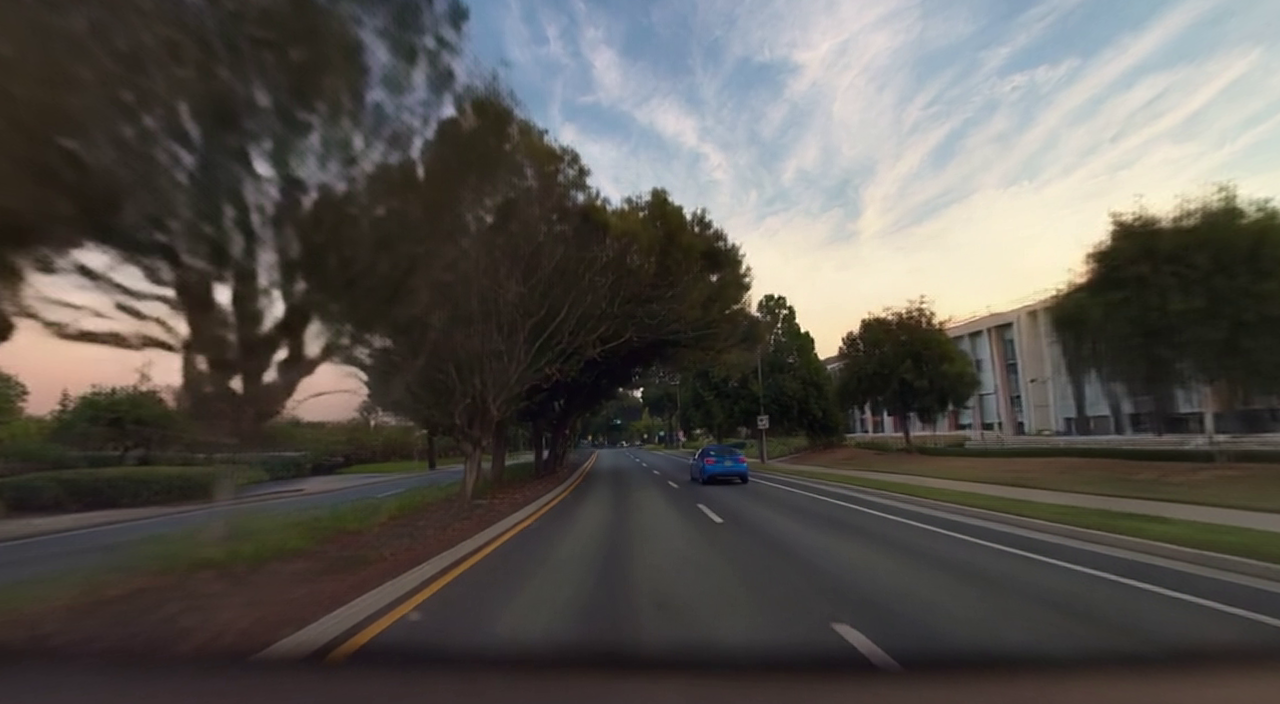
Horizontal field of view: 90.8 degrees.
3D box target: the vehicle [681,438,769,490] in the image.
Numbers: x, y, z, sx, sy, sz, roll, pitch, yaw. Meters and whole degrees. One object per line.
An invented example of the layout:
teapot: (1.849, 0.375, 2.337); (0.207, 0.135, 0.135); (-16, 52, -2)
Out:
vehicle: (2.655, 3.652, 20.948); (2.114, 1.493, 4.430); (0, -9, -2)
